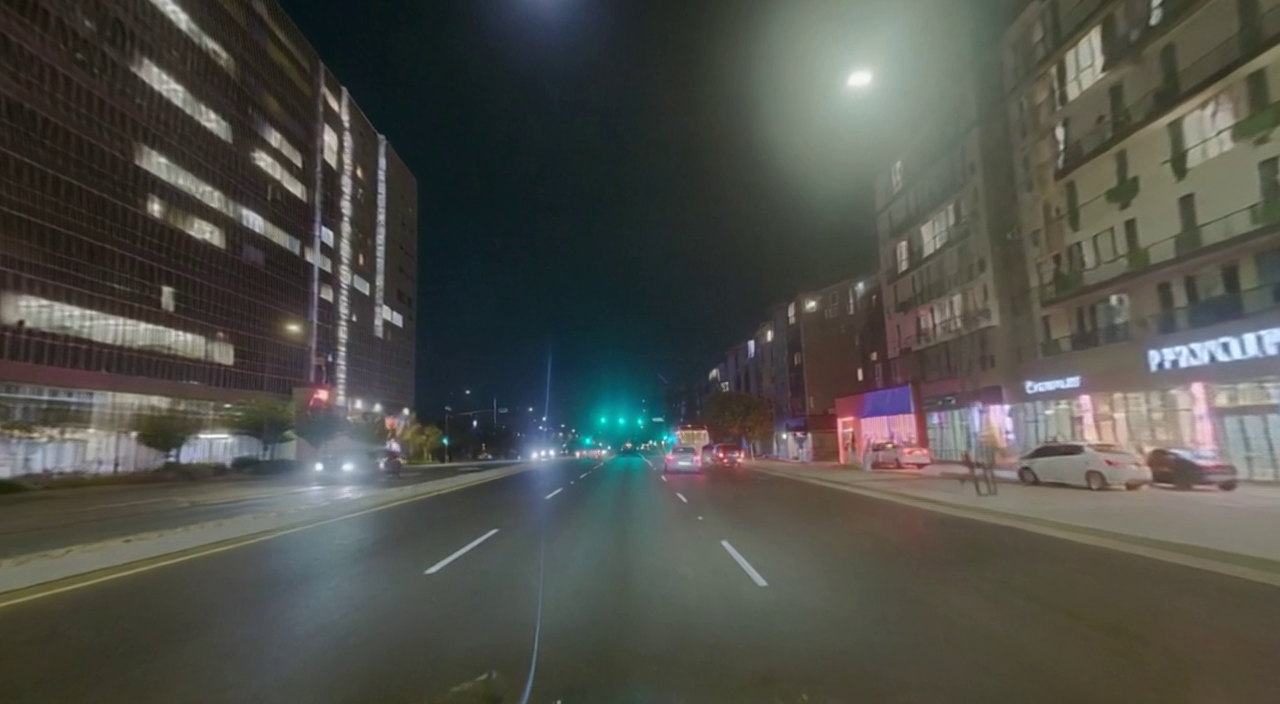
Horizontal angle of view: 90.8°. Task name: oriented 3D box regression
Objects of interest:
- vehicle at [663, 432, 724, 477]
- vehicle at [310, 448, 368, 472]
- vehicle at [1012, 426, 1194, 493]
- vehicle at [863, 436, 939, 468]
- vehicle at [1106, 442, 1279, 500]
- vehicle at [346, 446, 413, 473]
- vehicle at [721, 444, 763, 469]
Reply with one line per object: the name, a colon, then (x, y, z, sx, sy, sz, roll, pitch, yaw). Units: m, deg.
vehicle: (2.238, 4.472, 27.834, 2.130, 1.787, 5.126, 0, -9, -1)
vehicle: (-20.645, 7.400, 43.534, 1.843, 1.551, 4.221, 0, -9, 1)
vehicle: (14.218, 3.365, 19.916, 2.019, 1.819, 4.909, 0, -9, 1)
vehicle: (14.418, 5.549, 35.194, 1.975, 1.648, 4.451, 1, -8, -5)
vehicle: (17.125, 3.583, 19.586, 1.933, 1.463, 4.205, -2, -8, -3)
vehicle: (-15.415, 6.365, 37.647, 2.019, 1.471, 4.513, 0, -9, 0)
vehicle: (6.289, 6.508, 39.483, 1.795, 1.459, 4.333, 0, -9, -2)
